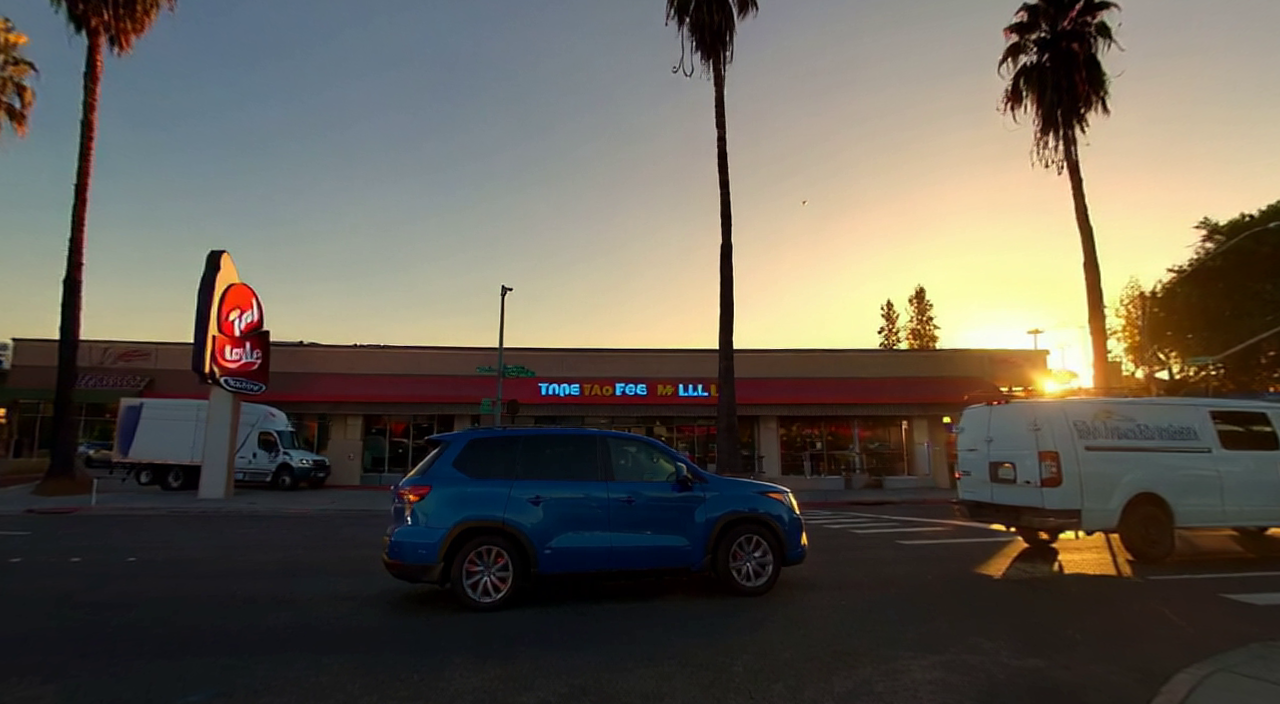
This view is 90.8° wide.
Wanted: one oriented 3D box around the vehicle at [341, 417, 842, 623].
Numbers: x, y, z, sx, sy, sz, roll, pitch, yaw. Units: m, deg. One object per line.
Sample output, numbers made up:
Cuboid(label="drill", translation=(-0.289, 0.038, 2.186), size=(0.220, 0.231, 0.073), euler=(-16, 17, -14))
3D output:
Cuboid(label="vehicle", translation=(-0.465, 1.637, 6.830), size=(4.493, 1.728, 2.137), euler=(1, -9, -9))

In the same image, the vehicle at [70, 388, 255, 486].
Cuboid(label="vehicle", translation=(-21.643, 4.017, 29.439), size=(3.034, 3.929, 7.699), euler=(1, -9, -6))

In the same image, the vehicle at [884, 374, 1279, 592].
Cuboid(label="vehicle", translation=(6.691, 1.548, 8.019), size=(6.246, 2.202, 2.277), euler=(1, -9, -7))
